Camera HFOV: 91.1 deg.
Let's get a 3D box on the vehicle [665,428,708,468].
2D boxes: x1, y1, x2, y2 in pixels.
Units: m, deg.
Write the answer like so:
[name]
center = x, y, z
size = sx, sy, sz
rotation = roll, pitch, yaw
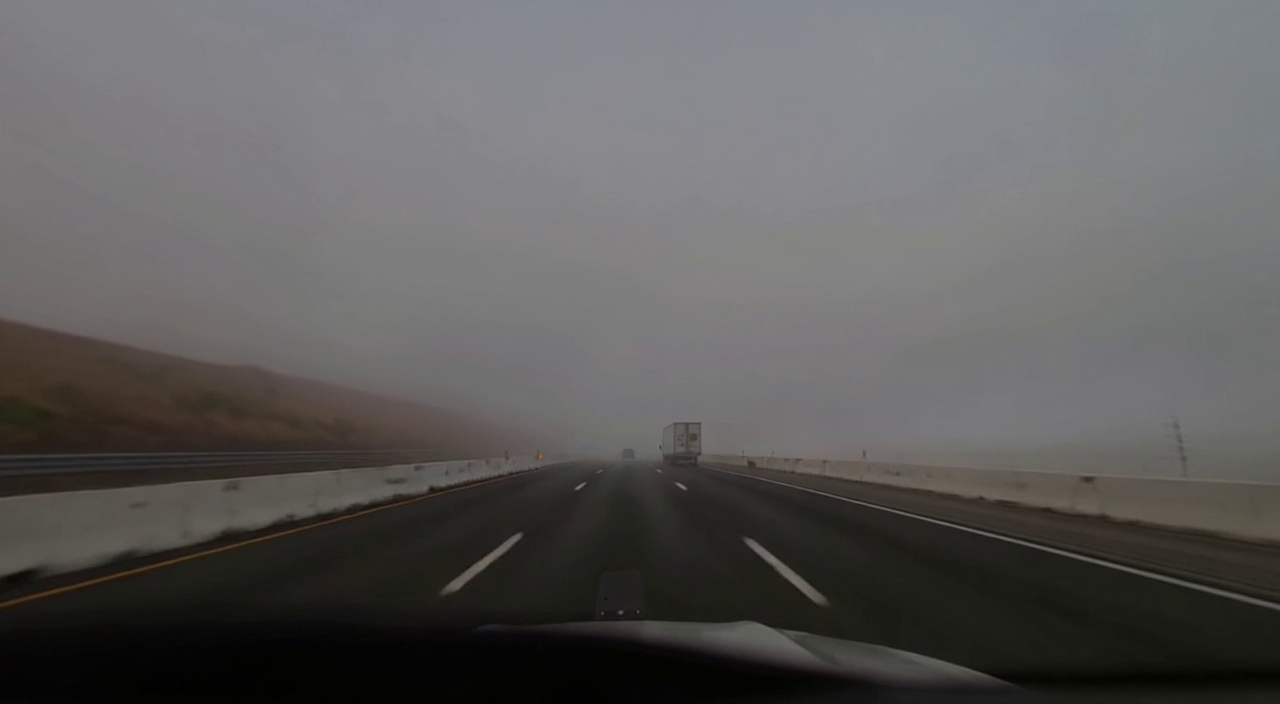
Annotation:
[vehicle]
center = 3.253, 6.881, 44.889
size = 2.527, 2.682, 4.082
rotation = 0, -9, -4
